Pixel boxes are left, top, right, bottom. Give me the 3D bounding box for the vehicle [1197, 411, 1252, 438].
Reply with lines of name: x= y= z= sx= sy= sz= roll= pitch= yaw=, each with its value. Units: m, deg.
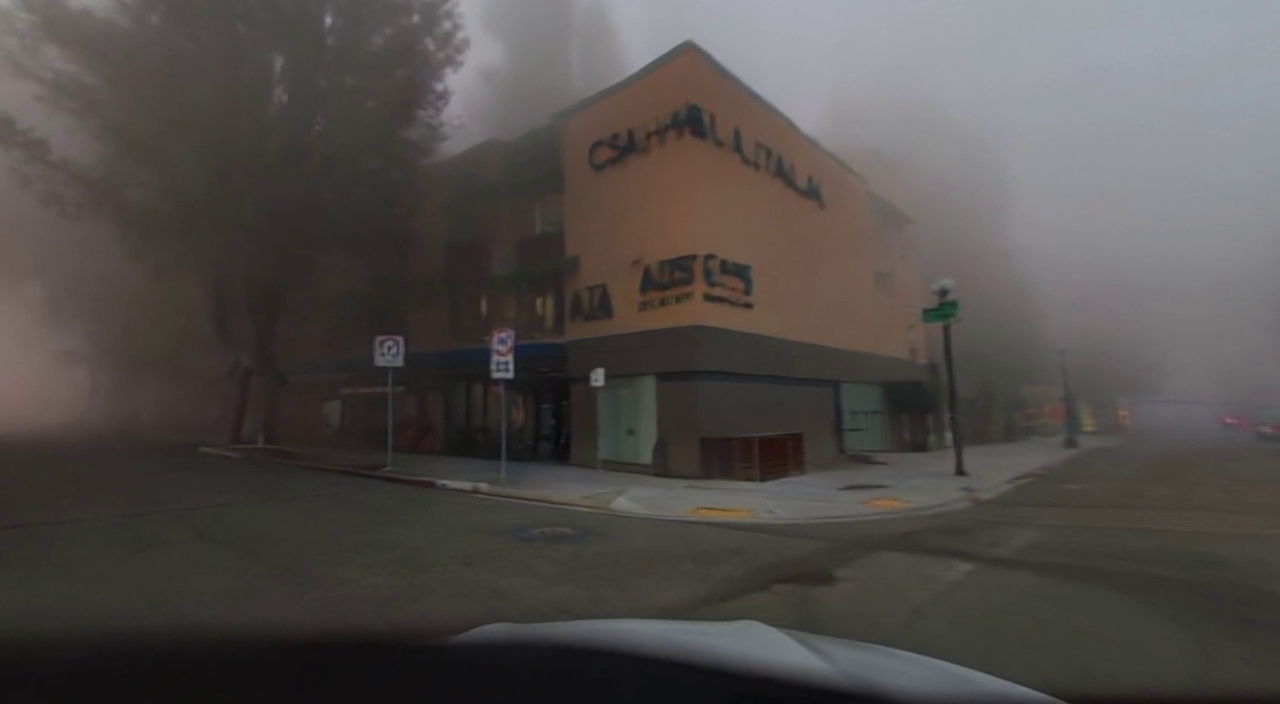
vehicle: x=42.884 y=5.365 z=46.259 sx=2.152 sy=1.874 sz=4.209 roll=-4 pitch=-9 yaw=33
